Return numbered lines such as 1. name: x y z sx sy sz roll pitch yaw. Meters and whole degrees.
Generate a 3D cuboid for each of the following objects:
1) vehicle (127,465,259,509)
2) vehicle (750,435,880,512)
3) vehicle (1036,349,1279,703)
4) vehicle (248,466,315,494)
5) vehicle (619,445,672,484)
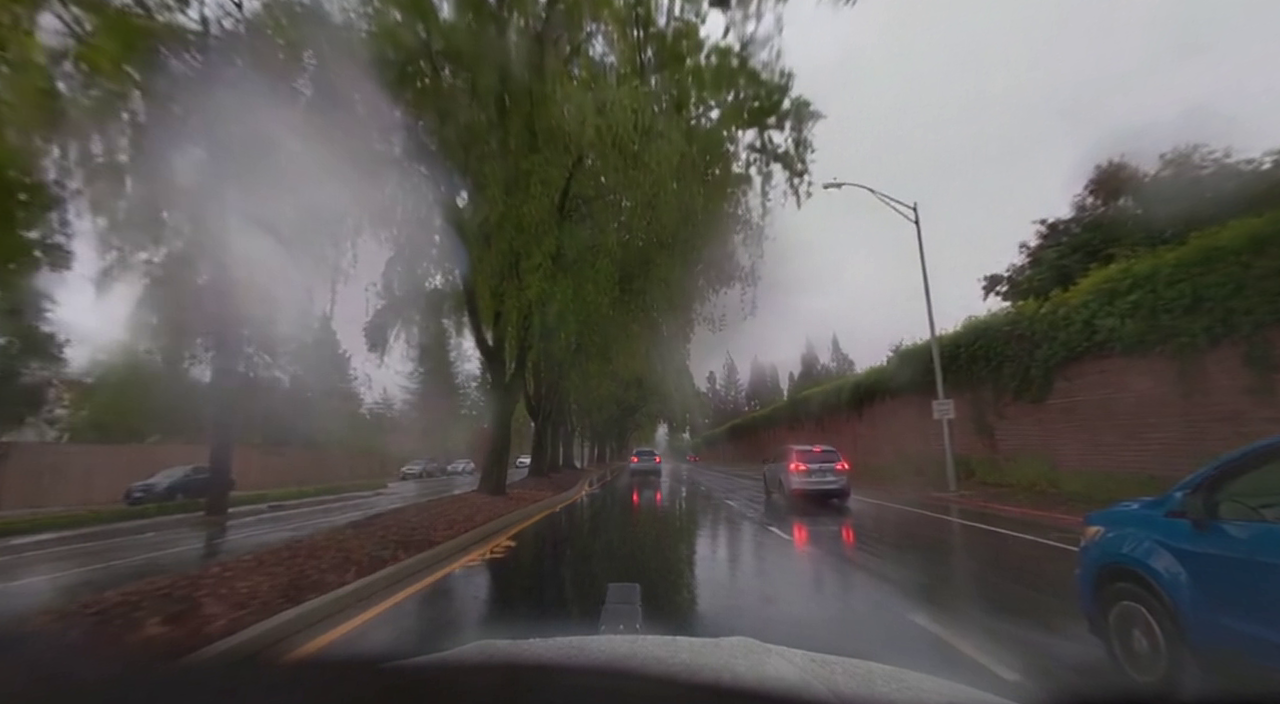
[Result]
1. vehicle: -17.724 5.343 25.373 1.901 1.467 4.589 0 -8 0
2. vehicle: 4.492 3.177 17.054 2.155 1.752 4.456 0 -9 -1
3. vehicle: 4.073 0.736 1.918 2.470 1.751 5.015 0 -8 0
4. vehicle: -21.268 7.594 37.696 1.752 1.464 3.975 0 -9 -2
5. vehicle: 0.272 5.364 30.510 2.391 1.739 3.837 0 -8 1
